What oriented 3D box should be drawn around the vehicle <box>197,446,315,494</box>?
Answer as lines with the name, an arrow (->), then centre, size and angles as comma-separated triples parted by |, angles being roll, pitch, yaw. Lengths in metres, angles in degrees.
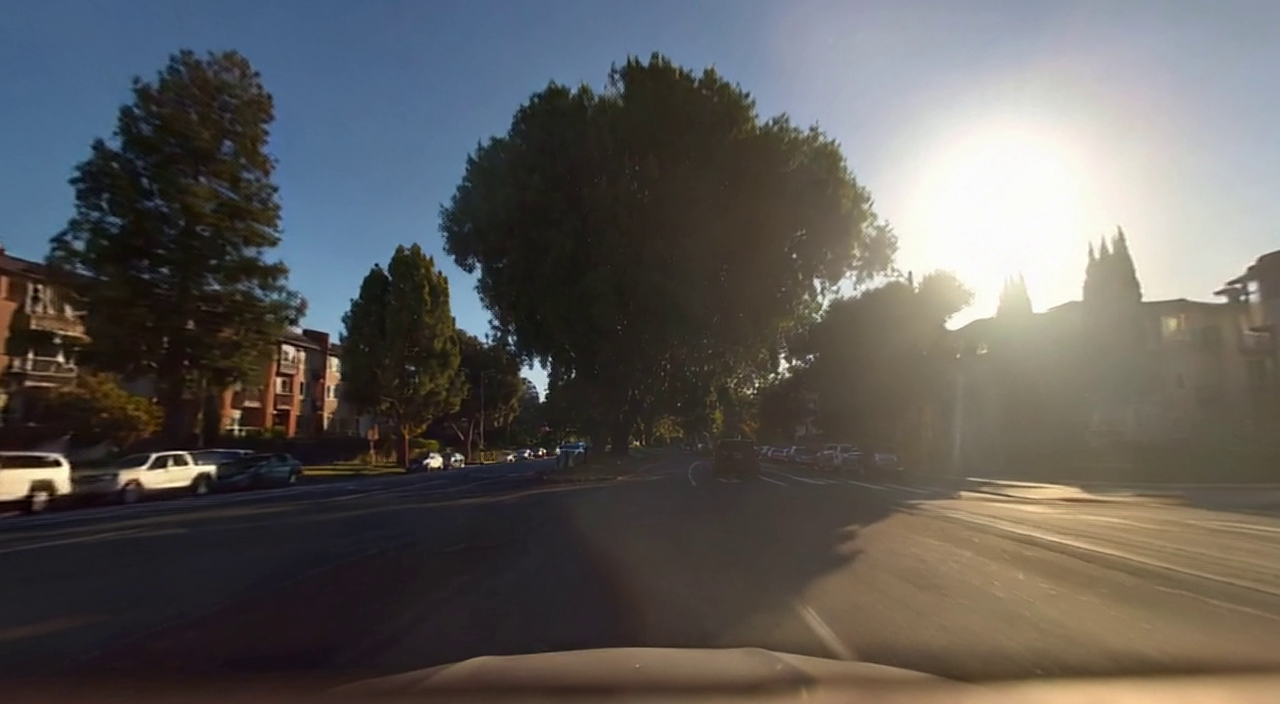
vehicle -> -16.351, 5.007, 27.246 | 2.014, 1.734, 4.651 | -2, -7, 3

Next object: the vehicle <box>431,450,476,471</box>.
vehicle -> -14.694, 8.557, 49.984 | 1.822, 1.478, 4.275 | -1, -8, 6

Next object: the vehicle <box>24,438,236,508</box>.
vehicle -> -16.810, 3.978, 21.451 | 2.194, 2.022, 5.828 | 0, -8, 2

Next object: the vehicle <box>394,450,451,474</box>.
vehicle -> -15.193, 7.693, 44.426 | 2.002, 1.510, 4.755 | -1, -8, 4

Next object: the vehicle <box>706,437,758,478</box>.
vehicle -> 4.314, 5.027, 30.378 | 2.085, 1.763, 4.490 | -1, -8, 3

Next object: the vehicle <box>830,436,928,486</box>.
vehicle -> 10.574, 4.869, 28.600 | 2.460, 2.002, 5.900 | -1, -8, 4
